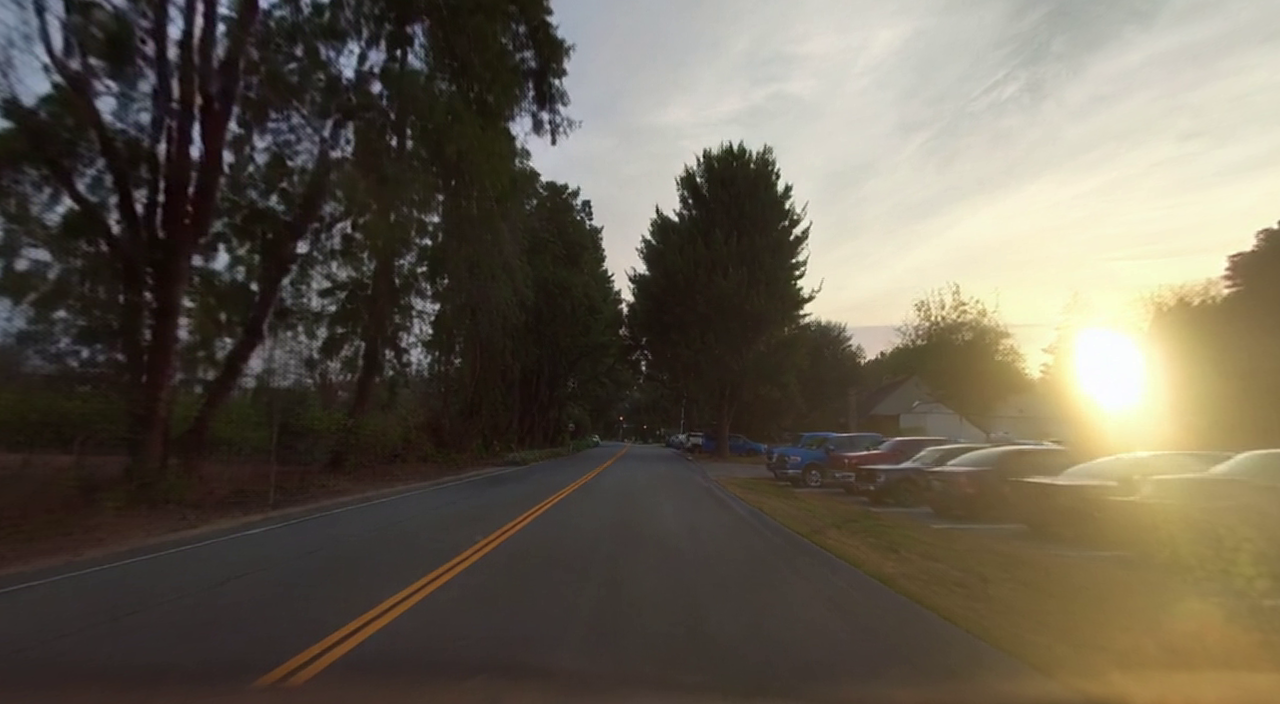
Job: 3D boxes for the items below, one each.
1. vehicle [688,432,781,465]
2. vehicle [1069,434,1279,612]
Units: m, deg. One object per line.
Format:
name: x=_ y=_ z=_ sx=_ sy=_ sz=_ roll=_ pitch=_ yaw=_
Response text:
vehicle: x=6.252 y=6.484 z=42.567 sx=5.797 sy=2.070 sz=2.502 roll=0 pitch=-8 yaw=-1
vehicle: x=7.318 y=1.654 z=6.720 sx=3.989 sy=1.522 sz=2.104 roll=0 pitch=-8 yaw=-3
